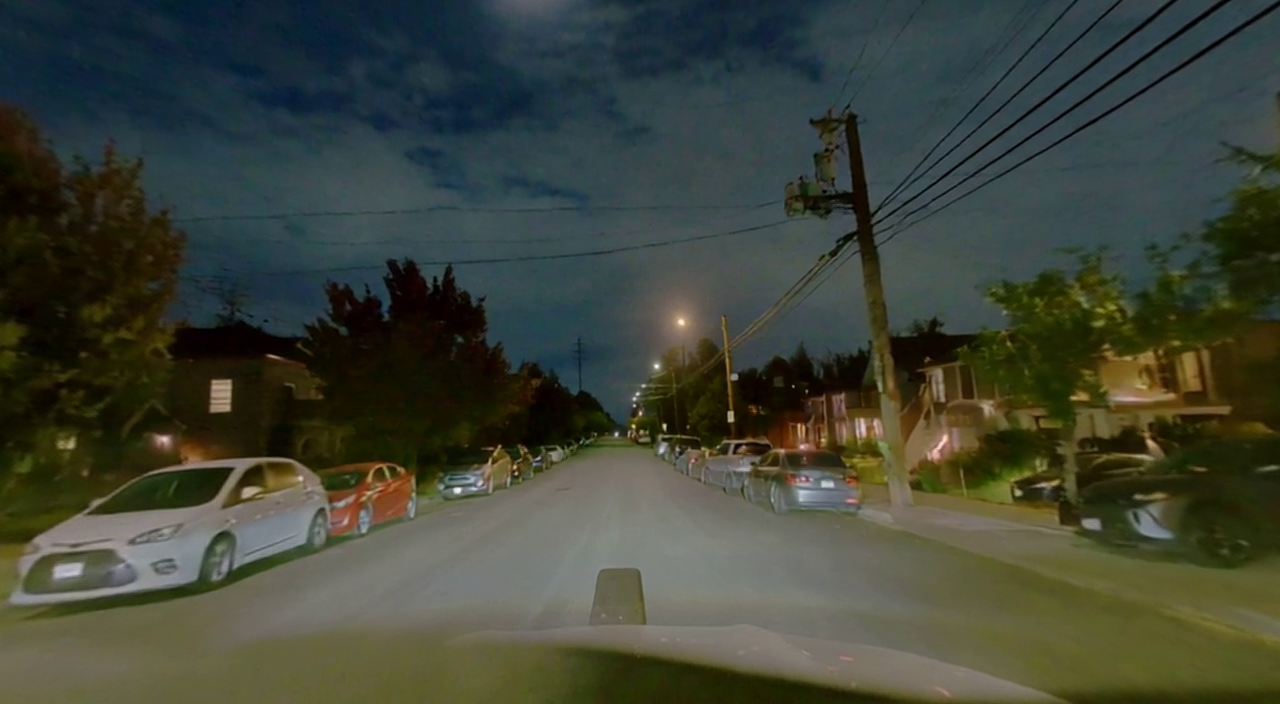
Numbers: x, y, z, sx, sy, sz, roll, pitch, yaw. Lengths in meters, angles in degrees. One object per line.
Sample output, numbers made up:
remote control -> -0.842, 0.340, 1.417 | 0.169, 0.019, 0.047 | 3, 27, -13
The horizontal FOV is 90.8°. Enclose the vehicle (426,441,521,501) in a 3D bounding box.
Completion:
vehicle -> -6.084, 4.372, 23.956 | 2.184, 1.958, 5.757 | 0, -8, -1

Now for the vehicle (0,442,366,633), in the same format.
vehicle -> -5.429, 2.022, 8.057 | 2.032, 1.716, 4.382 | 0, -8, -2

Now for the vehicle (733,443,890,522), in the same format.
vehicle -> 3.711, 2.901, 14.785 | 2.174, 1.504, 4.809 | 0, -8, -2

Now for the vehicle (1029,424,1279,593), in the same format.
vehicle -> 7.211, 1.583, 6.875 | 4.546, 1.537, 2.076 | 0, -8, 1
